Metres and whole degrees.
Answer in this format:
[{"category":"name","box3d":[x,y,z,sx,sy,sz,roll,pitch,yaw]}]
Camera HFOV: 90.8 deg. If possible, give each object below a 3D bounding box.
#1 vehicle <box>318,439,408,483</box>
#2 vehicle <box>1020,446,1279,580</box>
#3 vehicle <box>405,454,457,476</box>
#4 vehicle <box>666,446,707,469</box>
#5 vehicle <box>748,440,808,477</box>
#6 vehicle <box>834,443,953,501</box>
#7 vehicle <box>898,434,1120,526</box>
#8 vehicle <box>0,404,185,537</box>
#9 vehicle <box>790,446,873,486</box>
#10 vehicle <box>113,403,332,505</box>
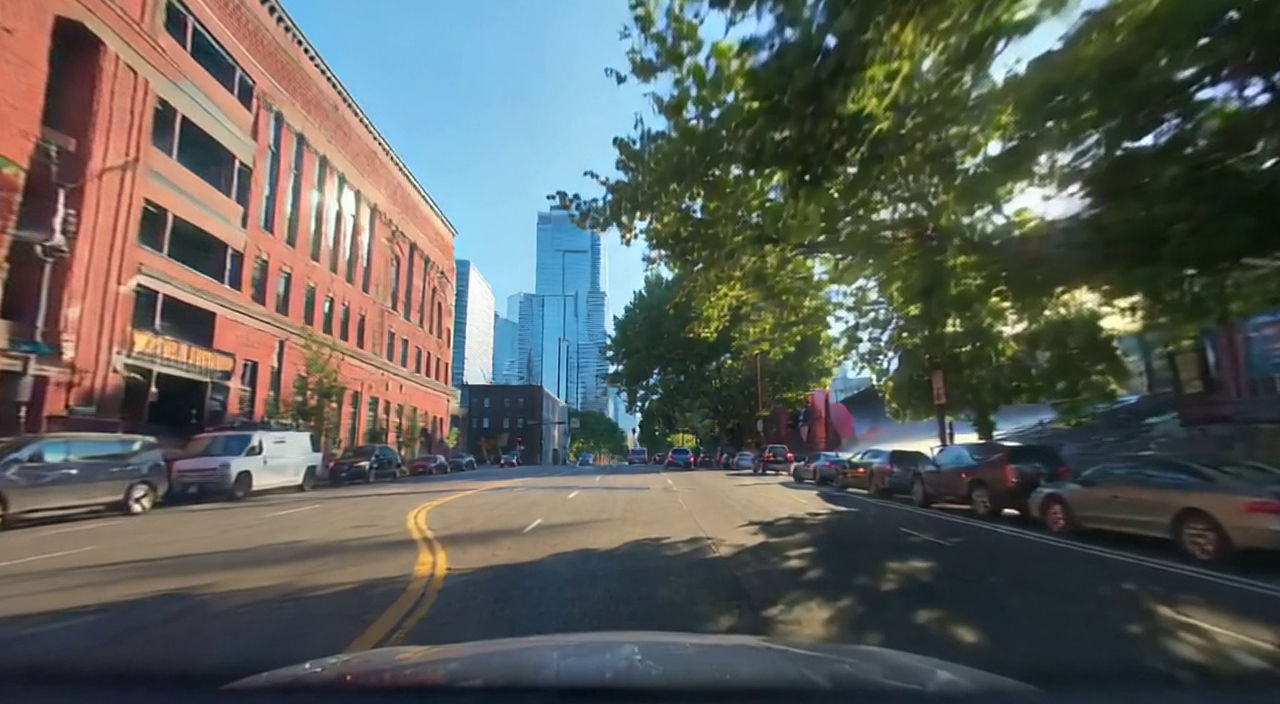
[{"category":"vehicle","box3d":[-14.303,5.791,33.039,2.330,2.013,5.310,0,-12,-1]},{"category":"vehicle","box3d":[7.982,2.149,9.299,1.817,1.467,4.644,-1,-9,-1]},{"category":"vehicle","box3d":[-14.885,8.032,45.189,1.953,1.456,4.690,0,-9,2]},{"category":"vehicle","box3d":[3.066,7.072,42.576,2.238,1.499,4.964,0,-9,-2]},{"category":"vehicle","box3d":[7.985,6.229,37.170,2.305,1.984,5.002,-1,-9,-1]},{"category":"vehicle","box3d":[7.920,3.780,20.192,2.054,1.628,3.841,0,-9,-2]},{"category":"vehicle","box3d":[7.985,2.806,14.365,2.174,1.697,4.520,0,-9,-2]},{"category":"vehicle","box3d":[-14.805,2.738,14.875,2.719,2.775,6.724,0,-9,4]},{"category":"vehicle","box3d":[7.869,4.721,26.477,2.018,1.489,4.620,-1,-9,0]},{"category":"vehicle","box3d":[-14.567,3.651,22.950,3.047,3.098,6.783,0,-9,2]}]
